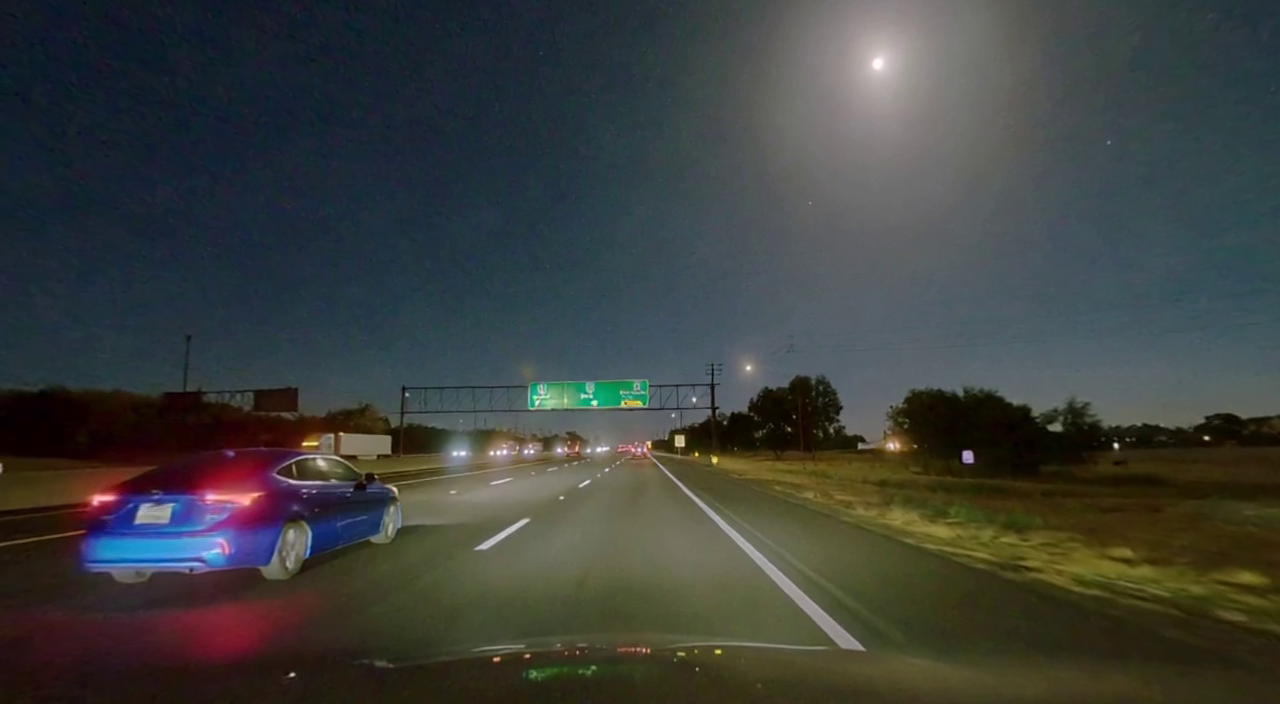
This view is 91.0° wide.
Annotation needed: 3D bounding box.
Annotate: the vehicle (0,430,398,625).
[{"bbox_3d":[-4.725,1.717,7.205,2.104,1.501,4.459,0,-9,1],"label":"vehicle"}]
